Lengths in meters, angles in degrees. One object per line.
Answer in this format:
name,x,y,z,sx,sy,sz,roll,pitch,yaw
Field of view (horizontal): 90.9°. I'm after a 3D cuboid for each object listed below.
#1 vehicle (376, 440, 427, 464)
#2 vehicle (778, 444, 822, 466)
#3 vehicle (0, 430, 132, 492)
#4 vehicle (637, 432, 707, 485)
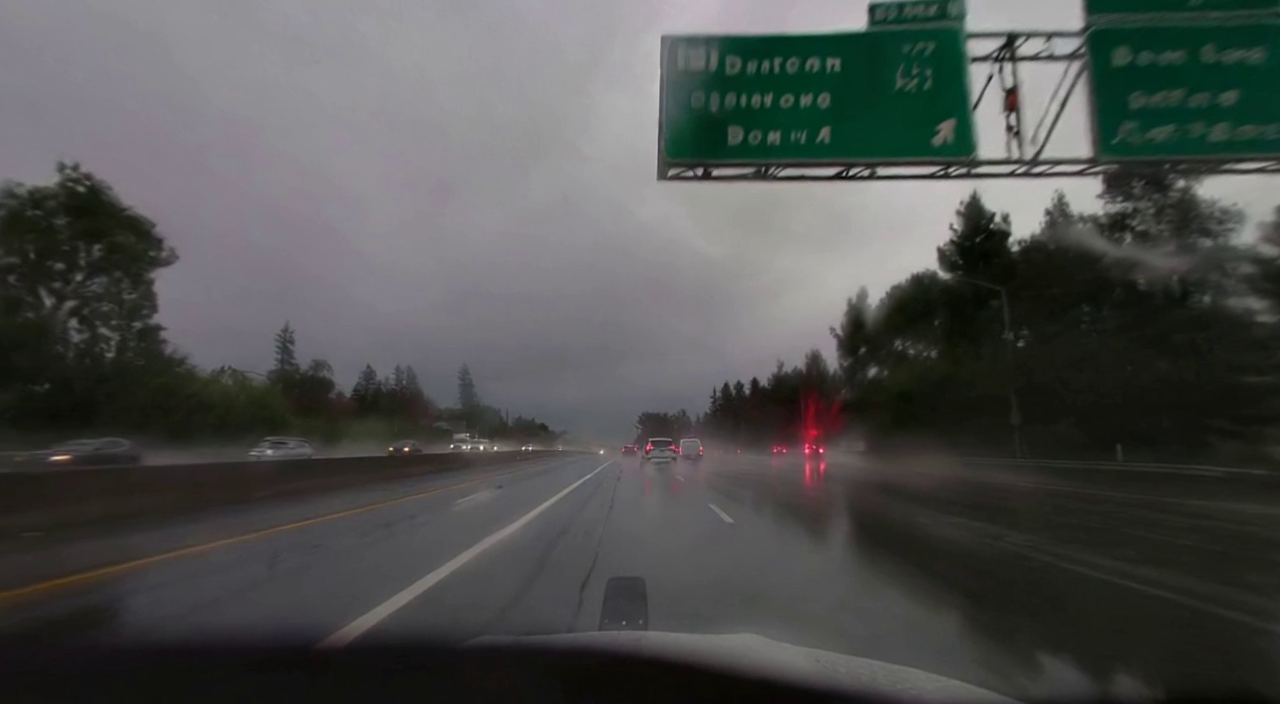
vehicle,-18.672,7.832,49.600,2.118,1.761,4.873,0,-8,0
vehicle,11.088,7.143,44.032,1.872,1.459,4.502,0,-8,0
vehicle,-18.283,3.262,19.167,1.965,1.662,4.370,0,-8,0
vehicle,1.031,3.798,22.780,2.105,1.711,4.293,0,-8,-2
